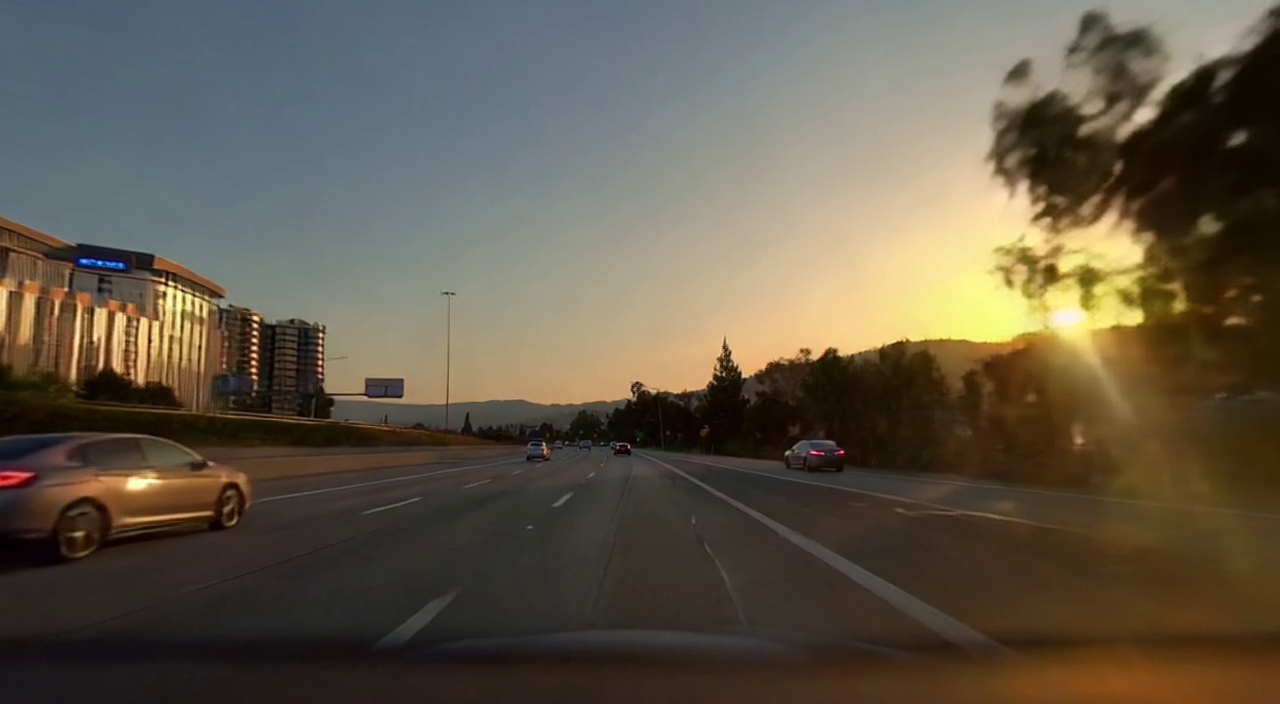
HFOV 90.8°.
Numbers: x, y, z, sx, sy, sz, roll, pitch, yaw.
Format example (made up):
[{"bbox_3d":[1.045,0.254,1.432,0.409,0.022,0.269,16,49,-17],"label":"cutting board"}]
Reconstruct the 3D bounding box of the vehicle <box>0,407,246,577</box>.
[{"bbox_3d":[-7.413,1.618,7.706,2.030,1.672,4.913,0,-9,0],"label":"vehicle"}]

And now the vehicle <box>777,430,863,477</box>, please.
[{"bbox_3d":[7.497,4.269,26.759,2.023,1.782,4.193,1,-9,-6],"label":"vehicle"}]
